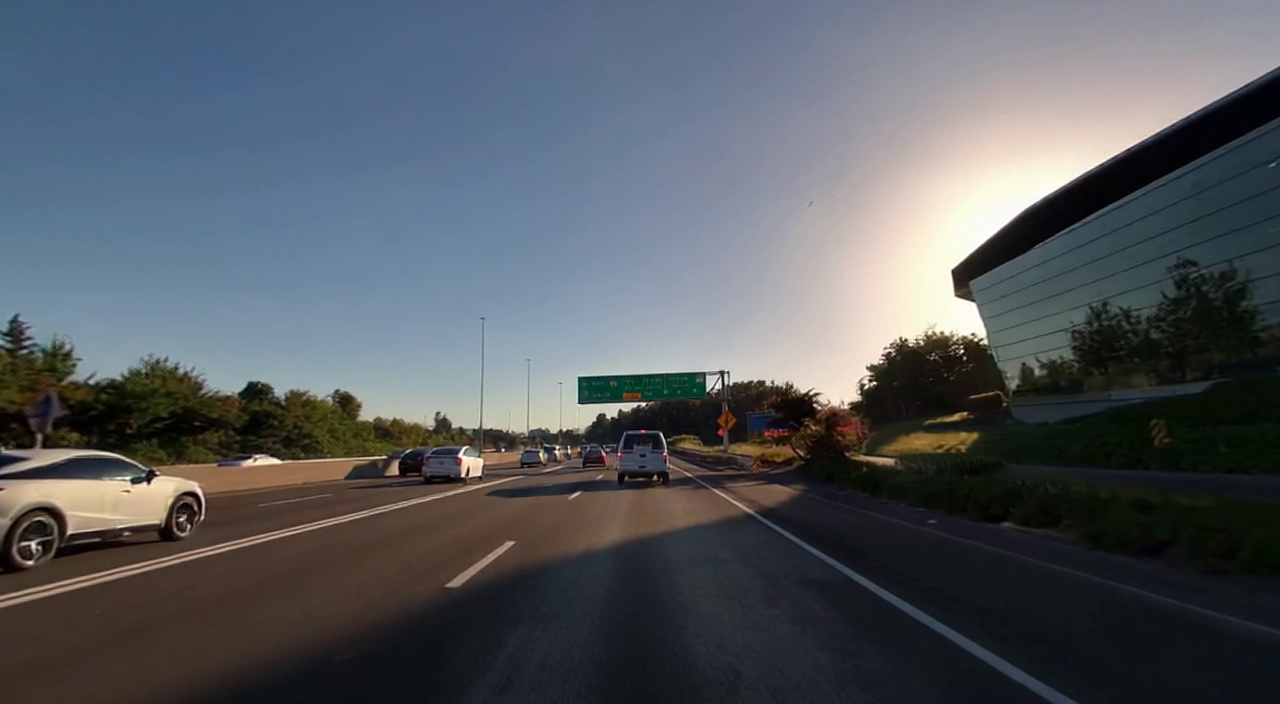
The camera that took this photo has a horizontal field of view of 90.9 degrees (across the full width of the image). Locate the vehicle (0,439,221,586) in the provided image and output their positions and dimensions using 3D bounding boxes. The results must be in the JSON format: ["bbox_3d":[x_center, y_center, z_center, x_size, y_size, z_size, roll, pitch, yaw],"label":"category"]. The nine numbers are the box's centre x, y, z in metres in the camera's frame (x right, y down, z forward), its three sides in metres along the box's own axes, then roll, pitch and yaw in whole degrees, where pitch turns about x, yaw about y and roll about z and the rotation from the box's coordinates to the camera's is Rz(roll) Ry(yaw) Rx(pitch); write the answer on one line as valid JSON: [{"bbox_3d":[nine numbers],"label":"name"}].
[{"bbox_3d":[-7.358,1.785,7.432,1.864,1.458,4.295,0,-9,0],"label":"vehicle"}]

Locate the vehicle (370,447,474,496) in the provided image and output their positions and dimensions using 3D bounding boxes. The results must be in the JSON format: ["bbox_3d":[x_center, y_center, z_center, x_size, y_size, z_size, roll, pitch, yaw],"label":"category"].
[{"bbox_3d":[-7.099,3.907,21.019,1.869,1.466,4.217,0,-9,1],"label":"vehicle"}]

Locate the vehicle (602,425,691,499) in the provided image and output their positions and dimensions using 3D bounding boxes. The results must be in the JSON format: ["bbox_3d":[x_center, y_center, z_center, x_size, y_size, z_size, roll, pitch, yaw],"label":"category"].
[{"bbox_3d":[0.183,3.003,17.439,2.152,1.779,3.924,0,-9,1],"label":"vehicle"}]

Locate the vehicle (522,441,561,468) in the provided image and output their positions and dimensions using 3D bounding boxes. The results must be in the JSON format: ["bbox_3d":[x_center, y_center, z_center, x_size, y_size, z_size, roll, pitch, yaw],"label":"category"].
[{"bbox_3d":[-7.226,7.593,46.799,2.106,1.816,4.936,0,-9,0],"label":"vehicle"}]

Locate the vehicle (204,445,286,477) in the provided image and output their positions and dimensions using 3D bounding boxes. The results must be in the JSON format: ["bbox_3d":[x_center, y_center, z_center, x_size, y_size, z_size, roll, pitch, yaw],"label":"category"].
[{"bbox_3d":[-24.808,6.847,39.812,2.180,1.827,4.563,0,-9,0],"label":"vehicle"}]

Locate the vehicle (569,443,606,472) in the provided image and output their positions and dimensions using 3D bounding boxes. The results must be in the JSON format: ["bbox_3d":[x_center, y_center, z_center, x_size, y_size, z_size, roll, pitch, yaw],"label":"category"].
[{"bbox_3d":[-3.209,6.549,39.362,1.952,1.649,4.131,0,-9,1],"label":"vehicle"}]
